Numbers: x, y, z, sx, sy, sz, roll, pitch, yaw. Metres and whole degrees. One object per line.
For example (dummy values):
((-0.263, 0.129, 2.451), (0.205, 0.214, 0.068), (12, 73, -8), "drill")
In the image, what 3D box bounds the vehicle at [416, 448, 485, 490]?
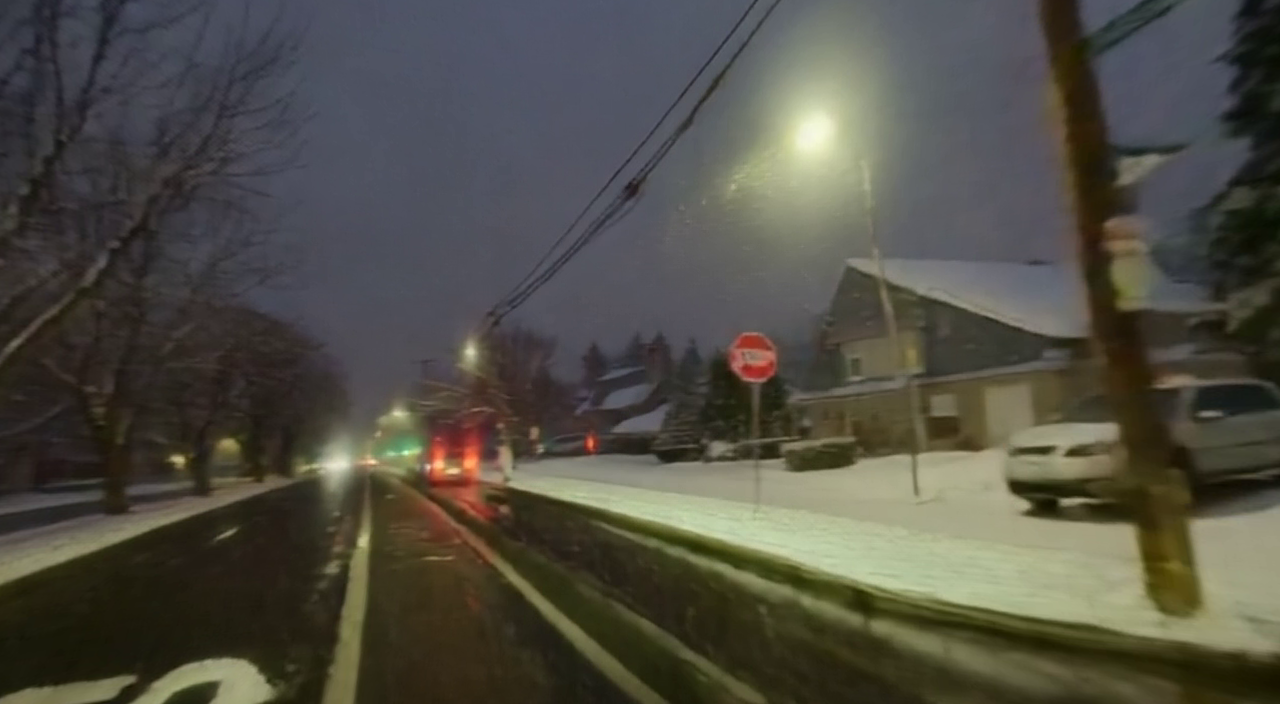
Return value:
((-8.068, 4.860, 26.587), (1.979, 1.524, 4.578), (4, -9, -26), "vehicle")

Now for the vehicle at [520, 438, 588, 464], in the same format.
((-5.347, 6.144, 39.372), (3.827, 1.512, 1.855), (3, -9, -24), "vehicle")

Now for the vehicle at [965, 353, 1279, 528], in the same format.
((8.088, 1.104, 9.371), (5.980, 1.915, 2.286), (-1, -6, -23), "vehicle")
